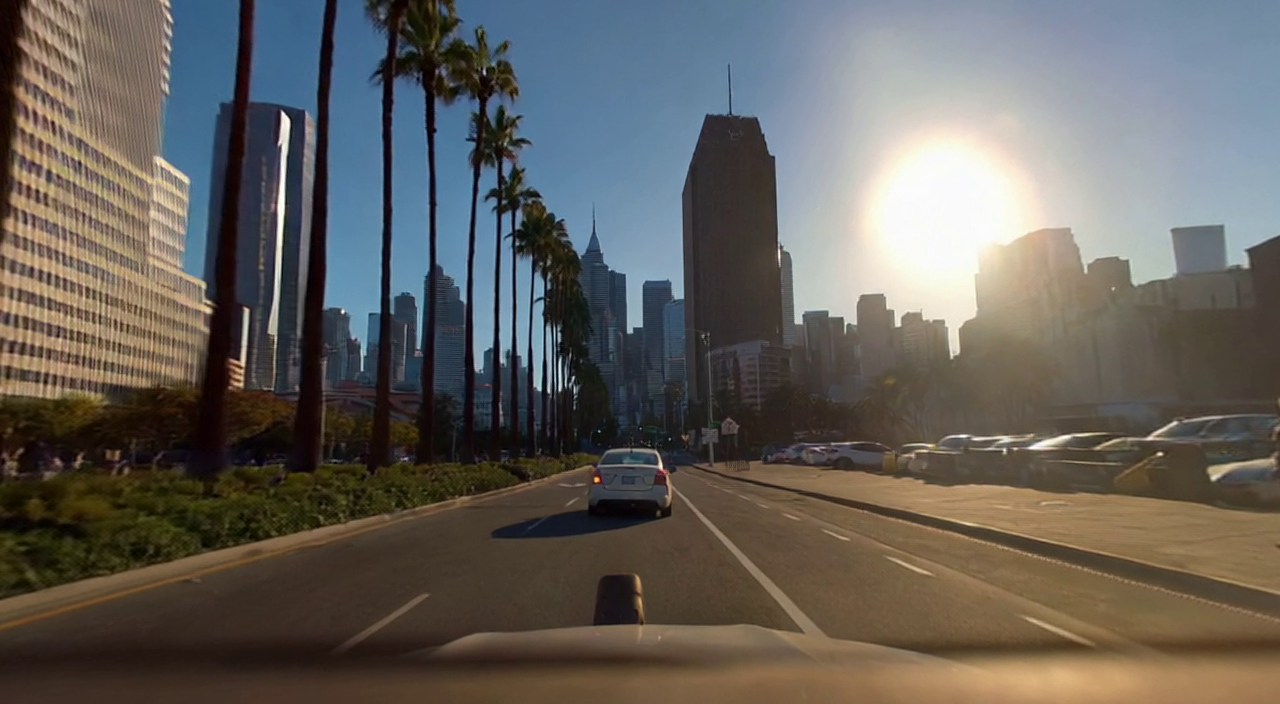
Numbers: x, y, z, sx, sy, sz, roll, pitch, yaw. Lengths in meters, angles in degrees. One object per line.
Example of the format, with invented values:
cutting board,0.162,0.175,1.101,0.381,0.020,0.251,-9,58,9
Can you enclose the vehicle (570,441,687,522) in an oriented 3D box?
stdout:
vehicle,-0.201,2.775,14.033,2.235,1.528,3.876,0,-8,1

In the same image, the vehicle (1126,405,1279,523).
vehicle,12.922,1.987,11.849,5.301,1.962,2.431,-3,-8,4

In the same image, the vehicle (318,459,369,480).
vehicle,-23.391,9.276,49.881,1.860,1.420,4.472,0,-8,0

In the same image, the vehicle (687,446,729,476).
vehicle,4.305,7.006,40.652,2.136,1.774,4.778,0,-8,0

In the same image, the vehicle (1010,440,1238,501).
vehicle,12.841,3.136,16.942,4.363,1.488,2.248,1,-9,-4
